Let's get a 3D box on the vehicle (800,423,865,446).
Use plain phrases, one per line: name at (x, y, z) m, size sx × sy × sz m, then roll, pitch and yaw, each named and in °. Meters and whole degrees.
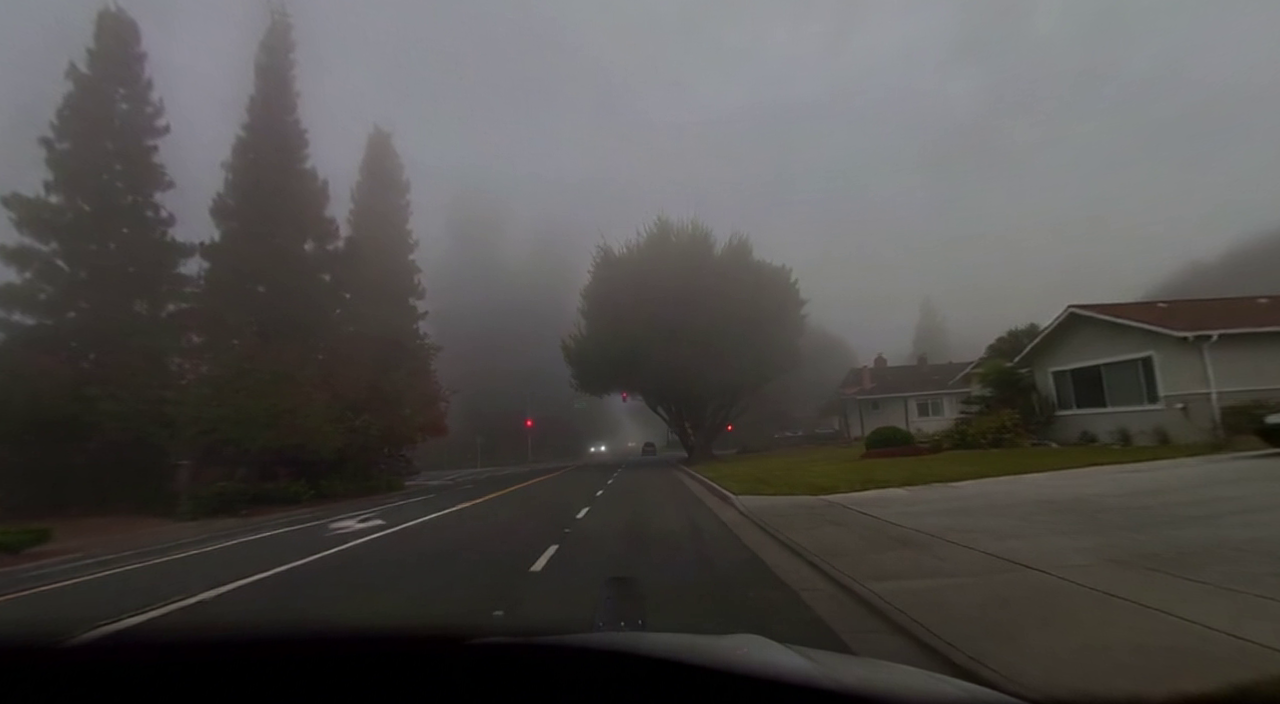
vehicle at (14.657, 6.333, 48.036) m, size 4.319 × 1.700 × 2.034 m, roll 0°, pitch -8°, yaw 1°
